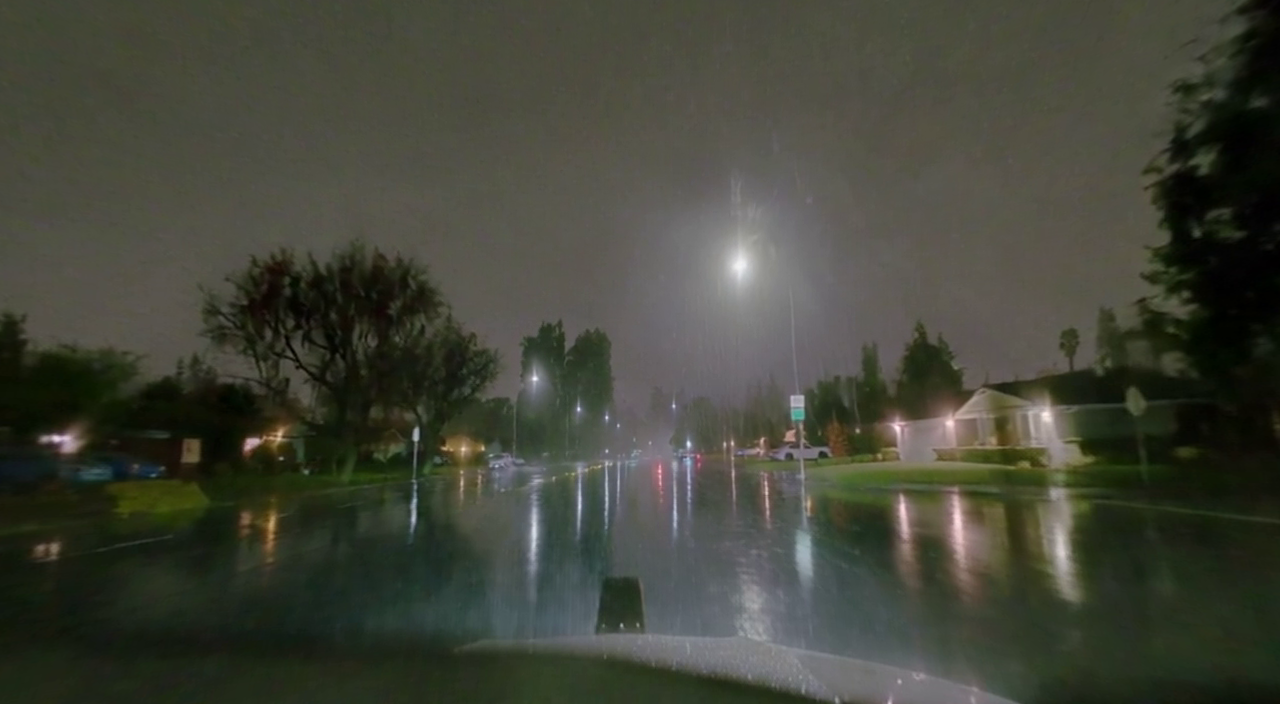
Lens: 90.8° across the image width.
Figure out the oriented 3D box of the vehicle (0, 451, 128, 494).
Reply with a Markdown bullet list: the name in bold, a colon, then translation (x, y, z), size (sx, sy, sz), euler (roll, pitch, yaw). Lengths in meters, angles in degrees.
- **vehicle**: translation (-22.760, 4.573, 24.111), size (4.486, 1.509, 2.189), euler (0, -8, 1)
